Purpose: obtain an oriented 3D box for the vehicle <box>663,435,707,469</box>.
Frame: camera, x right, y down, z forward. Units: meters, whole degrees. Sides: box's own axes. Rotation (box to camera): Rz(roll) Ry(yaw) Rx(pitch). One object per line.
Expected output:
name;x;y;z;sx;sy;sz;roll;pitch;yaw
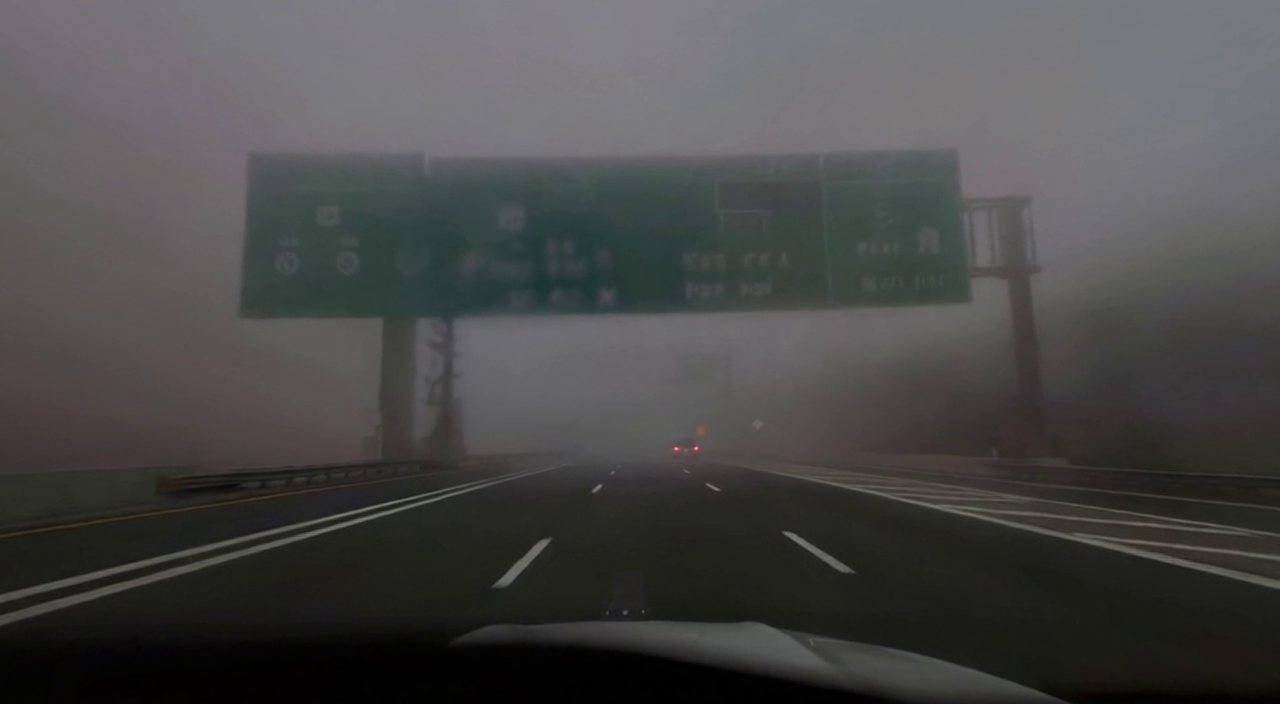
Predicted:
vehicle;2.332;5.312;33.633;2.050;1.654;4.192;0;-8;0
